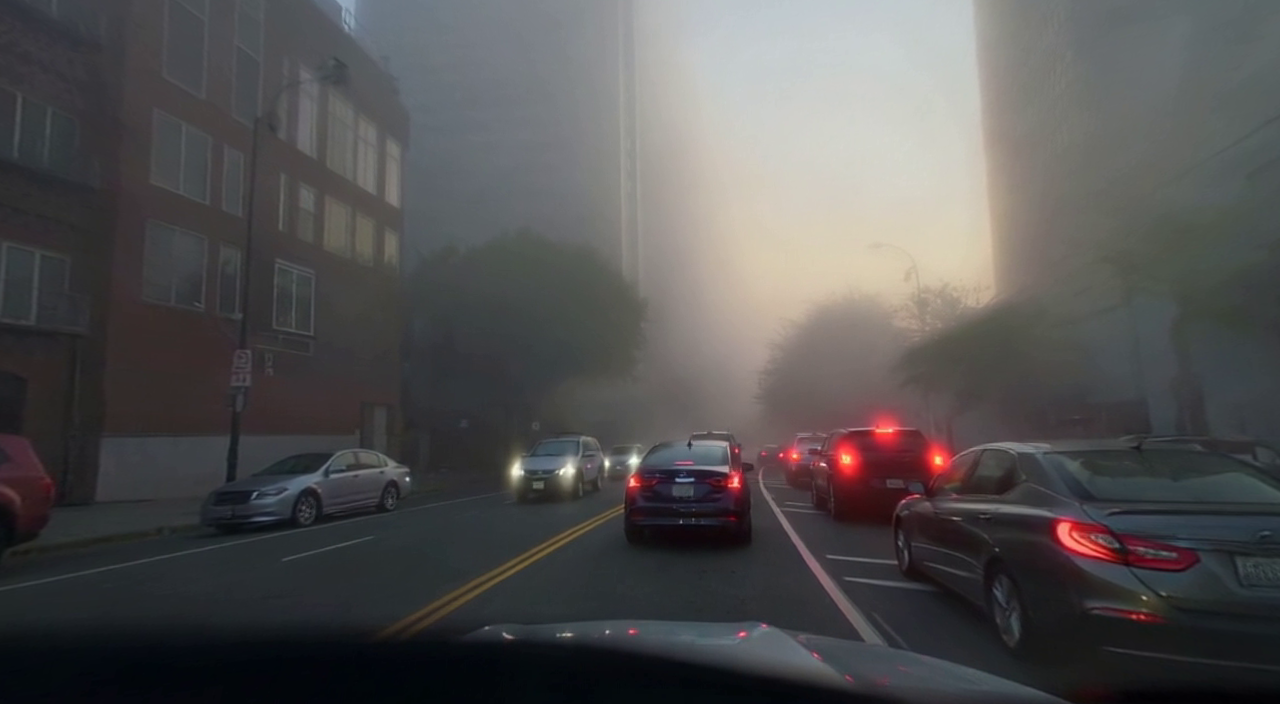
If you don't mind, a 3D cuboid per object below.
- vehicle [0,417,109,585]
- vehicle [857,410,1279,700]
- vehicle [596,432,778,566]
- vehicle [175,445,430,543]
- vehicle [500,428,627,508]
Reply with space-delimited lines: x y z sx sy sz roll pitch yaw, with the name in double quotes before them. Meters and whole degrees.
"vehicle" -8.007 1.472 5.777 1.934 1.770 4.546 -3 -9 8
"vehicle" 3.350 1.376 5.477 1.982 1.510 4.144 -1 -8 8
"vehicle" 0.743 1.913 8.977 2.031 1.461 3.763 -1 -8 7
"vehicle" -6.142 2.570 12.225 1.928 1.503 4.322 -2 -9 12
"vehicle" -1.783 2.933 16.468 2.102 1.771 4.599 -1 -8 9
